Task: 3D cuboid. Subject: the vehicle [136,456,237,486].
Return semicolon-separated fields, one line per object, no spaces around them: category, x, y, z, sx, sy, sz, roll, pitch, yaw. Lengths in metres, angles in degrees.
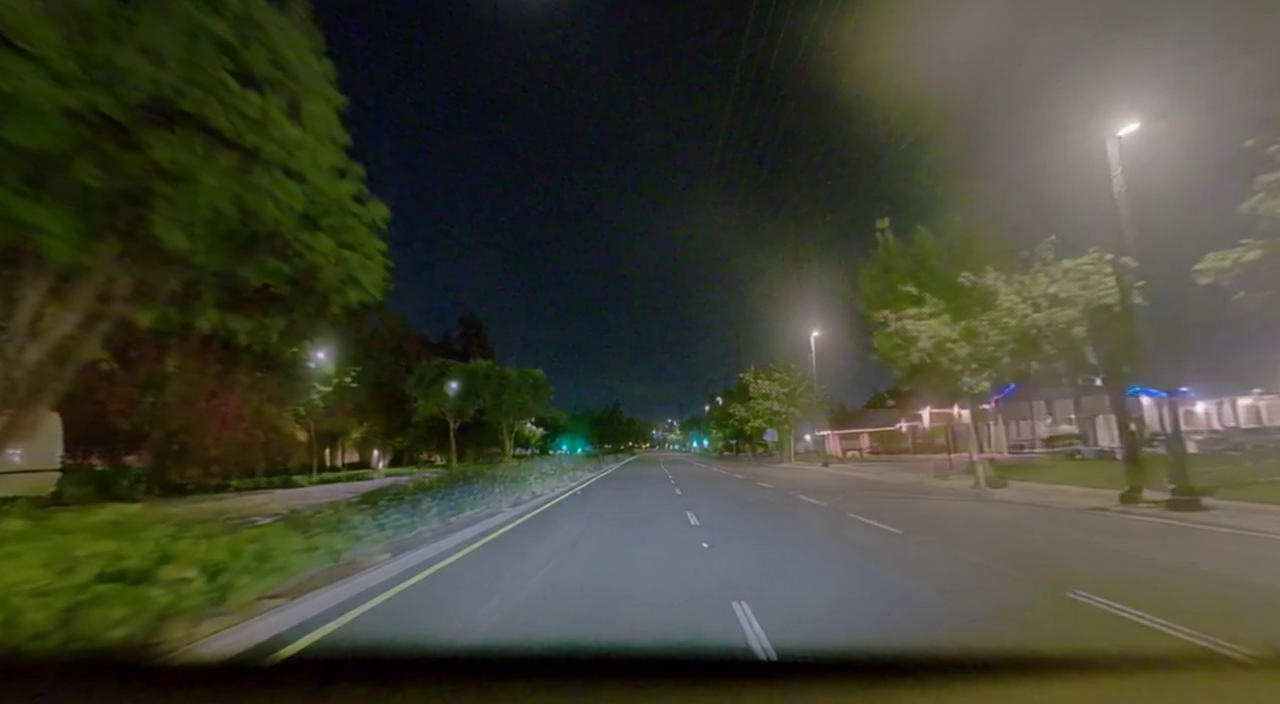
vehicle;-25.499;6.658;35.501;1.880;1.341;4.090;-1;-7;33

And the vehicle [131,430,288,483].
vehicle;-28.250;6.902;41.535;8.606;2.952;2.752;-4;-9;5

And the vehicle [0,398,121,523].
vehicle;-19.528;2.884;16.608;2.898;3.487;9.955;0;-9;1
